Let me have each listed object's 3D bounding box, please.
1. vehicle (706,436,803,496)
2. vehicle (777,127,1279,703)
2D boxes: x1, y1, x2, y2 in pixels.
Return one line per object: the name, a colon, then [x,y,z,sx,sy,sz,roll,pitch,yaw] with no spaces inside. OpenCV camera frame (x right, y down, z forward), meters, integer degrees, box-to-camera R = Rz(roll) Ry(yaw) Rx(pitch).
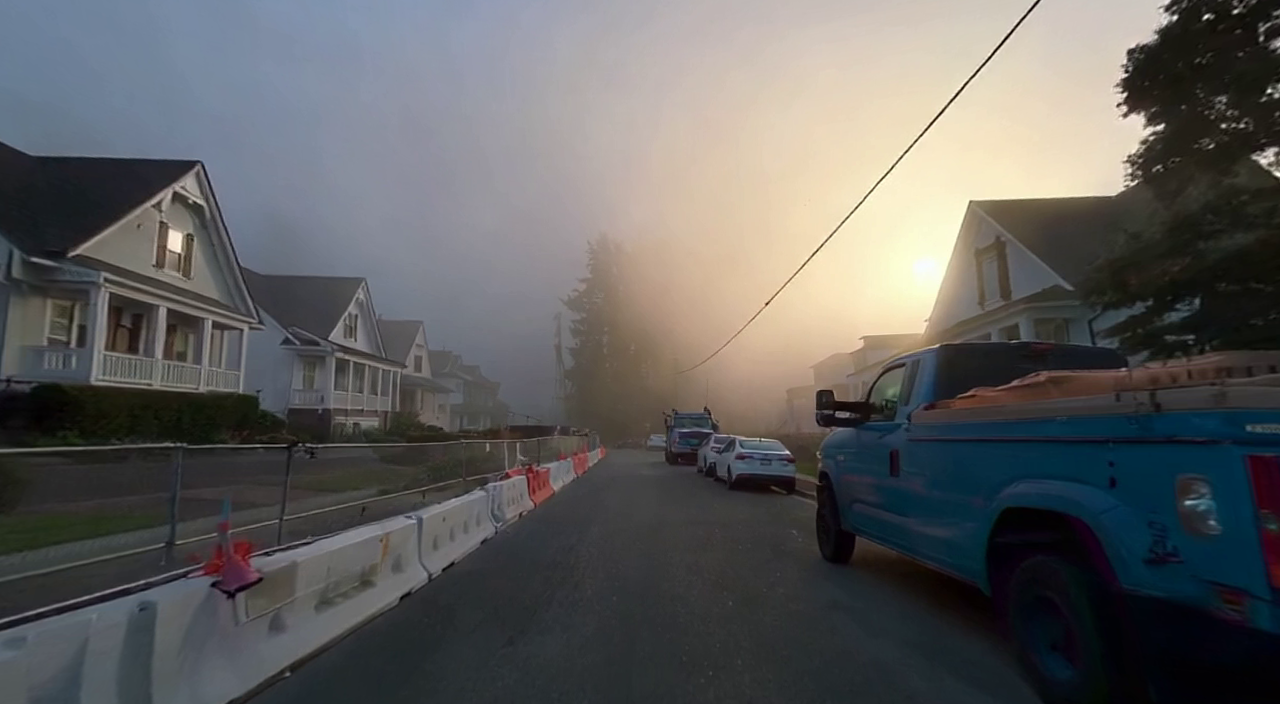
vehicle: [3.008,3.047,17.439,1.805,1.436,4.201,0,-8,-2]
vehicle: [3.145,0.820,5.297,2.483,2.644,5.972,0,-8,-1]
